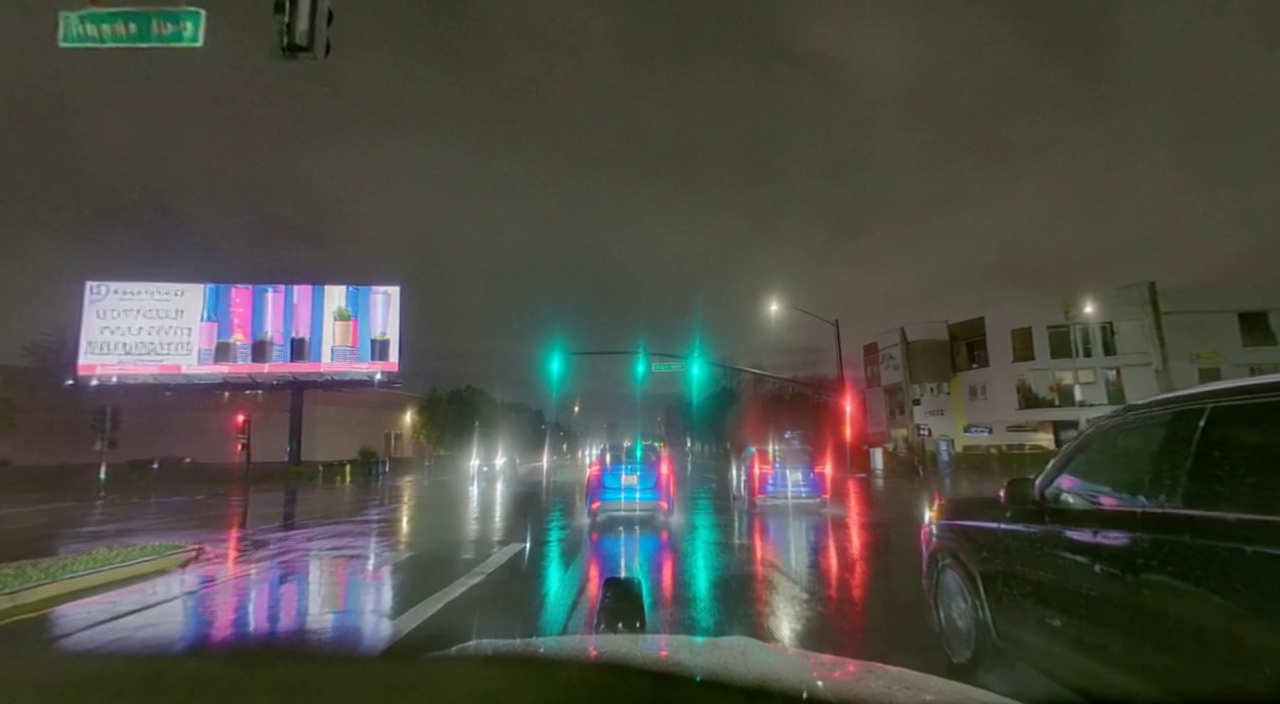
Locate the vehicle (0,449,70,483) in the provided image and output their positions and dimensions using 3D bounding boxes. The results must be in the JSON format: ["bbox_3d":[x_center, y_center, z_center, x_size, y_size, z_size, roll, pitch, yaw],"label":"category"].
[{"bbox_3d":[-35.724,6.416,35.632,2.145,1.797,5.198,-1,-8,2],"label":"vehicle"}]

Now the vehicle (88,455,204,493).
[{"bbox_3d":[-27.607,6.806,35.604,2.300,1.932,5.056,0,-9,2],"label":"vehicle"}]

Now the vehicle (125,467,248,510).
[{"bbox_3d":[-19.173,5.749,26.987,1.942,1.453,4.448,0,-8,0],"label":"vehicle"}]

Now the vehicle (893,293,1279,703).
[{"bbox_3d":[2.981,0.812,2.559,2.047,1.785,4.357,0,-8,0],"label":"vehicle"}]

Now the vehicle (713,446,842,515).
[{"bbox_3d":[3.133,3.008,15.466,2.009,1.414,4.416,0,-8,-2],"label":"vehicle"}]

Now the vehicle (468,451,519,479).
[{"bbox_3d":[-8.632,6.678,37.691,1.879,1.510,4.619,0,-8,1],"label":"vehicle"}]

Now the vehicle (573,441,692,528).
[{"bbox_3d":[-0.180,2.617,13.103,2.095,1.502,3.873,0,-8,-1],"label":"vehicle"}]
